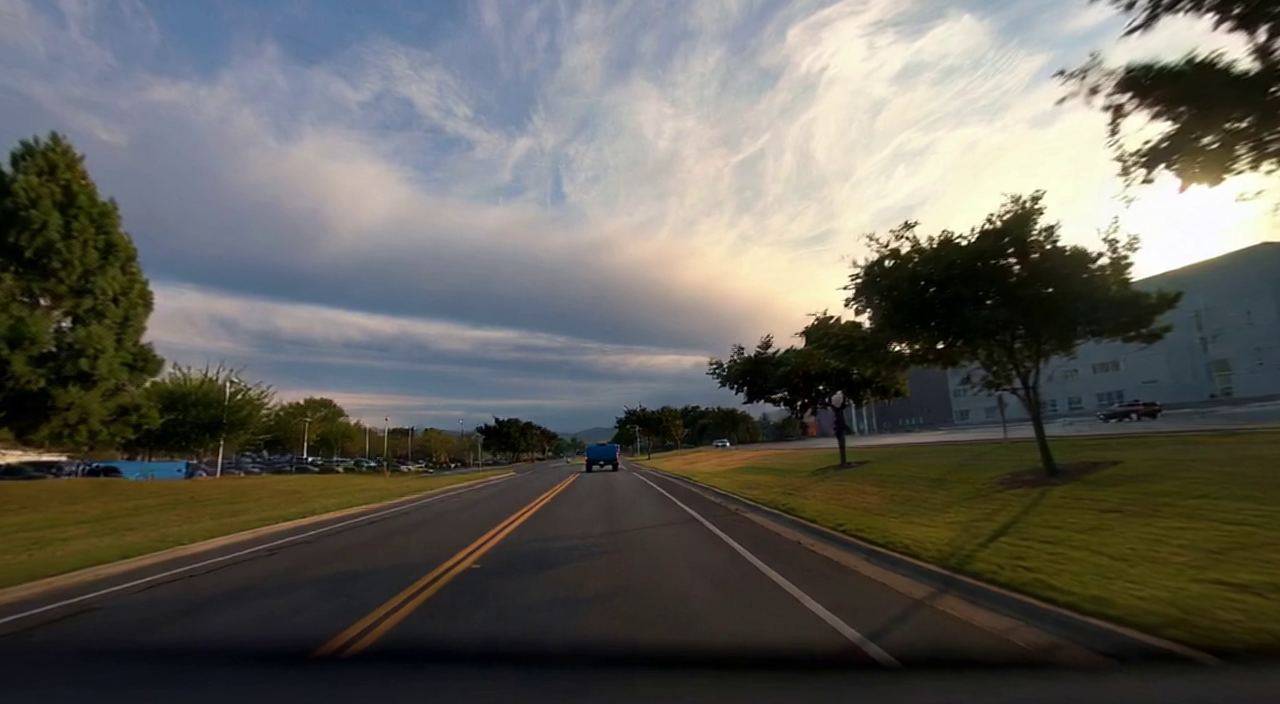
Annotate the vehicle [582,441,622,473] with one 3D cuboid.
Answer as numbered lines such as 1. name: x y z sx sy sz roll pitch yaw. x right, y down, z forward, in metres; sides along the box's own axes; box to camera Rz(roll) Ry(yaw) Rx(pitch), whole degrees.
1. vehicle: -2.644 7.195 43.487 2.556 2.063 5.578 1 -9 -4
